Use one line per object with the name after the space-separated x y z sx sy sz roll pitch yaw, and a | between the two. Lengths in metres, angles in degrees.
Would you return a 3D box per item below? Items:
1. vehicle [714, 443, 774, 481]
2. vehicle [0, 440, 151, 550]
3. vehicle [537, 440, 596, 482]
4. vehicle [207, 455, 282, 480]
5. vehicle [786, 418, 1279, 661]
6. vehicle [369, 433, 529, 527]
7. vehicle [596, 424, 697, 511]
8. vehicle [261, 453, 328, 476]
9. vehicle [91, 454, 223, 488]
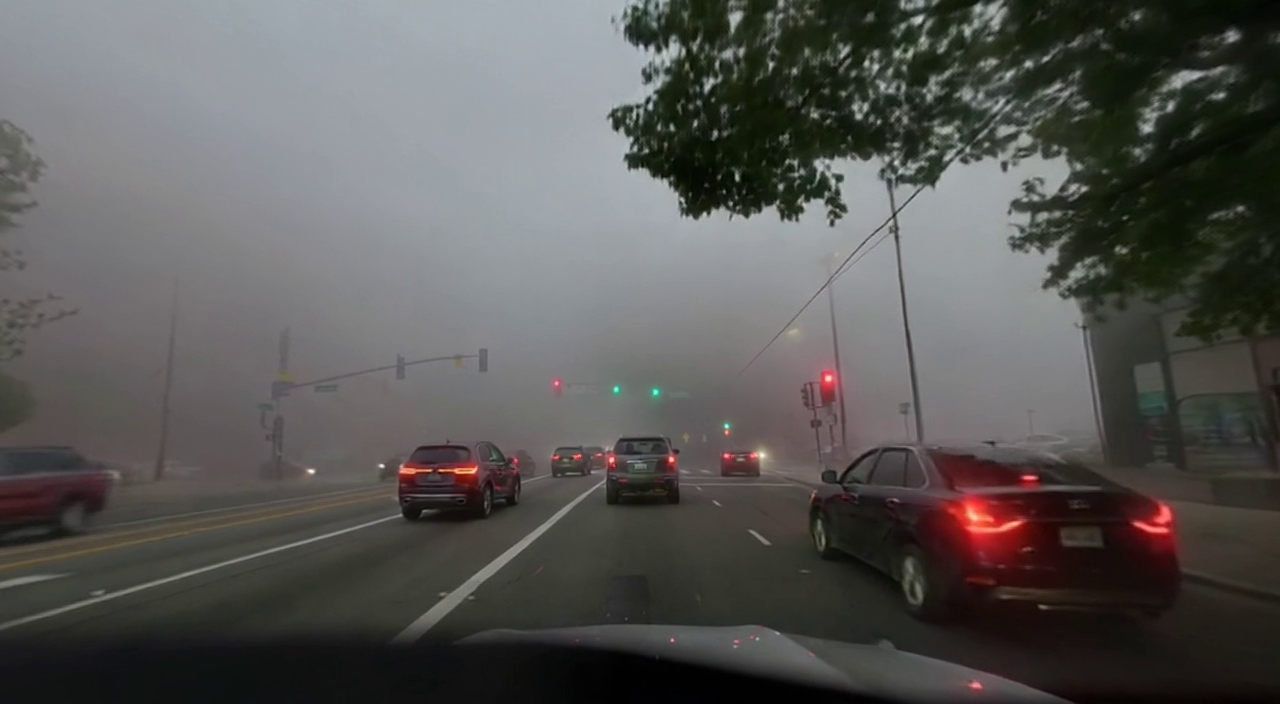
4.259 4.561 26.490 1.986 1.457 4.566 0 -8 3 | vehicle
-10.961 2.326 10.472 1.948 1.691 4.532 0 -8 1 | vehicle
-3.035 4.590 26.841 1.894 1.642 3.861 0 -8 2 | vehicle
-29.250 8.548 46.713 4.337 1.690 1.875 -1 -8 5 | vehicle
2.977 1.490 6.168 2.030 1.492 4.383 0 -8 0 | vehicle
-3.680 2.529 13.054 1.886 1.599 4.247 0 -8 1 | vehicle
0.176 2.679 15.054 2.075 1.770 4.018 0 -8 1 | vehicle
-27.169 8.836 49.631 4.221 1.703 1.930 -1 -8 6 | vehicle
-29.648 7.270 38.966 2.021 1.802 5.987 -5 -10 30 | vehicle
